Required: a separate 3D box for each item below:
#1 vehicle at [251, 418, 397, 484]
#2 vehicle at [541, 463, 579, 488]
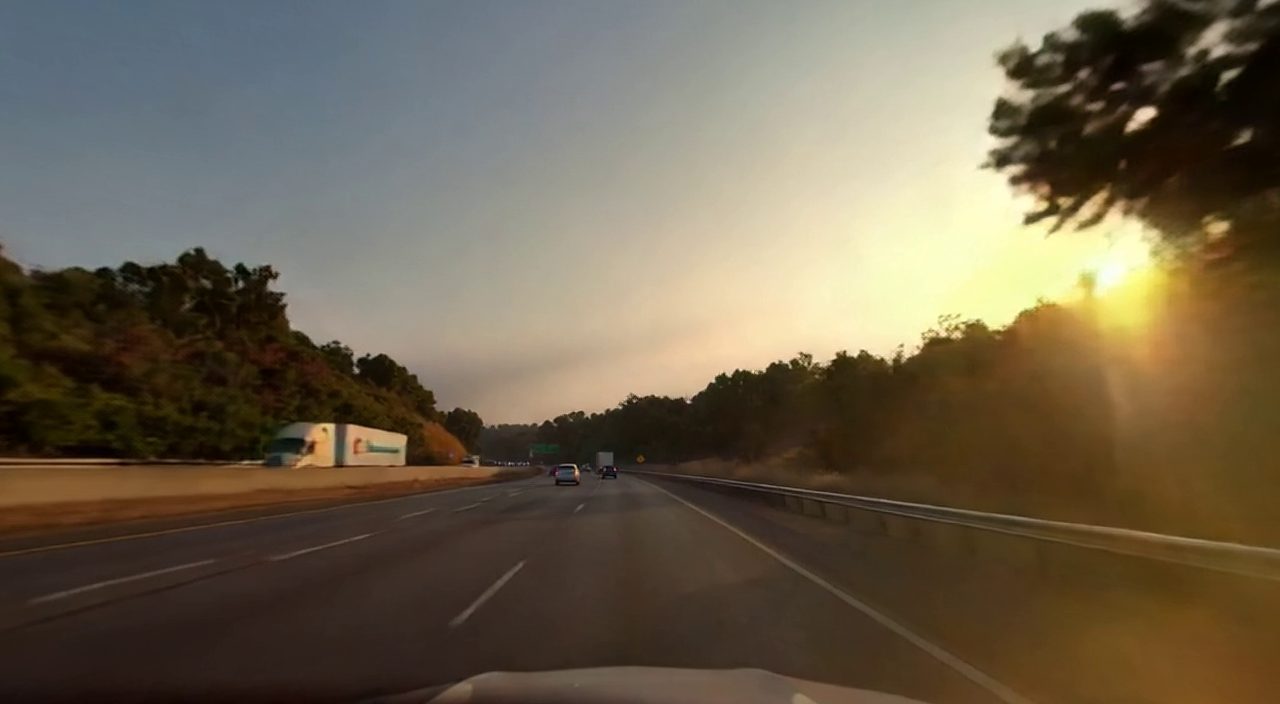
[{"bbox_3d":[-22.514,7.549,46.790,2.868,3.983,16.567,1,-10,-2],"label":"vehicle"},{"bbox_3d":[-5.383,8.406,42.974,2.115,1.546,4.638,1,-10,-2],"label":"vehicle"}]
